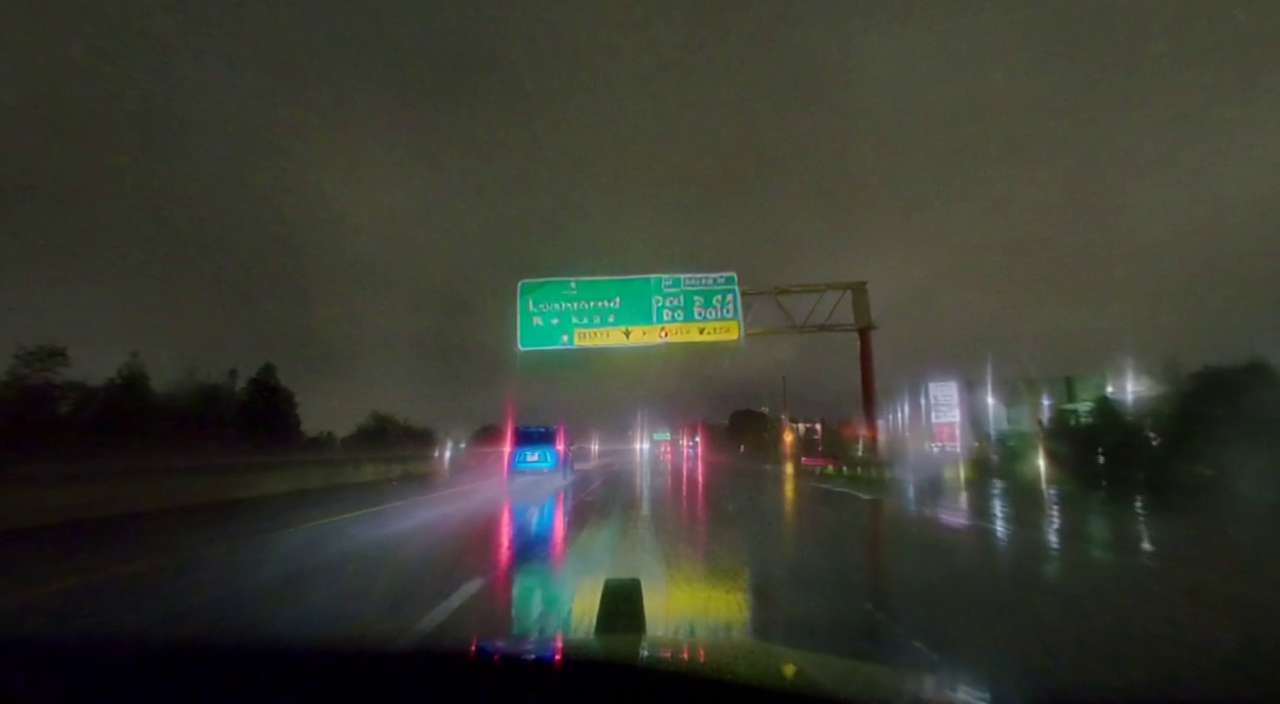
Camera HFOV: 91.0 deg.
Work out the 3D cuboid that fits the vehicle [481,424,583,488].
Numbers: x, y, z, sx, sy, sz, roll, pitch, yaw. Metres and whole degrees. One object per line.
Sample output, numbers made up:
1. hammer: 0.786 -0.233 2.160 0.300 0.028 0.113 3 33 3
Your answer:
1. vehicle: -3.535 3.569 21.965 2.431 1.928 5.760 0 -8 1
